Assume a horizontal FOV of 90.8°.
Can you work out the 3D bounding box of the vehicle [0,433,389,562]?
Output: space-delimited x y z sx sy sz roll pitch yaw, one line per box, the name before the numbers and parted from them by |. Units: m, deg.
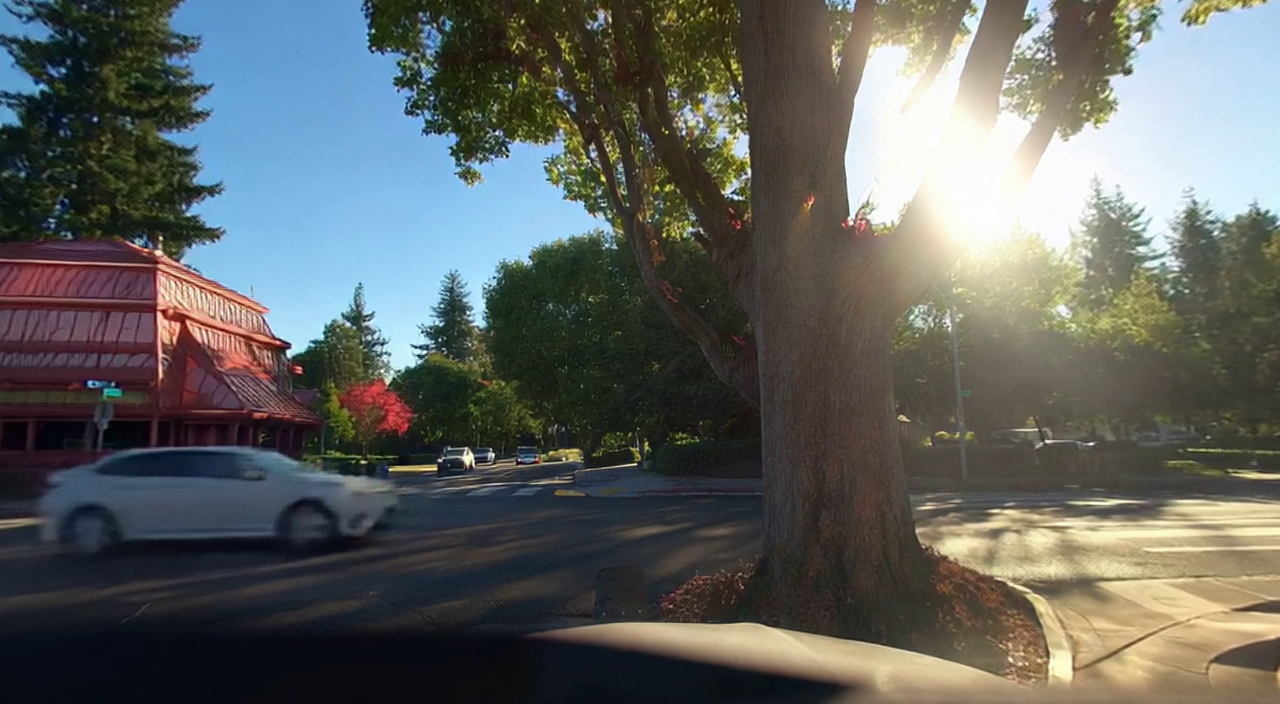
vehicle | -6.012 1.860 8.533 4.426 1.451 2.124 1 -9 -7
